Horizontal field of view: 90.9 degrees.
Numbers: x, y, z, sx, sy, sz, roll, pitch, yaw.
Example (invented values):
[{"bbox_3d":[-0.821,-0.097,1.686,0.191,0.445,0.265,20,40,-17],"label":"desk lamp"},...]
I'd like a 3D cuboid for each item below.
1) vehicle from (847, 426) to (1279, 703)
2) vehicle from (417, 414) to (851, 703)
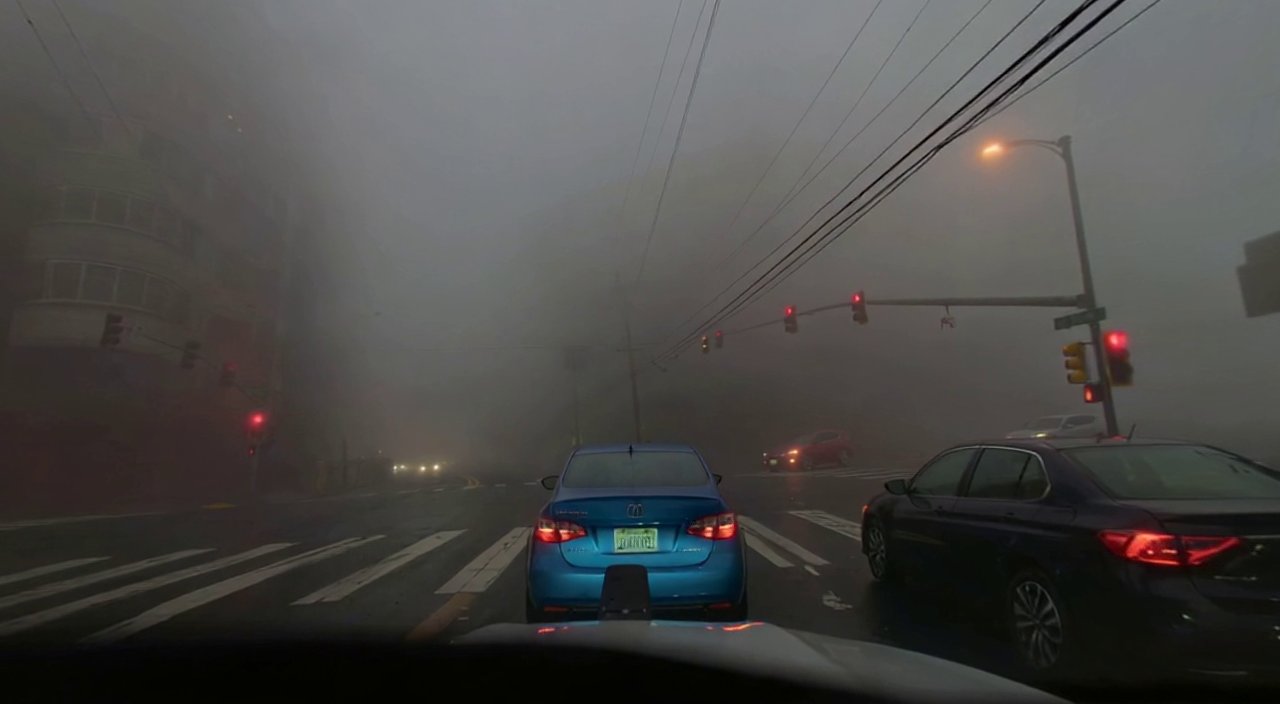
[{"bbox_3d":[3.340,1.377,5.088,1.860,1.430,4.089,0,-8,-1],"label":"vehicle"},{"bbox_3d":[-0.062,1.351,5.152,2.094,1.481,4.078,0,-8,-1],"label":"vehicle"}]
